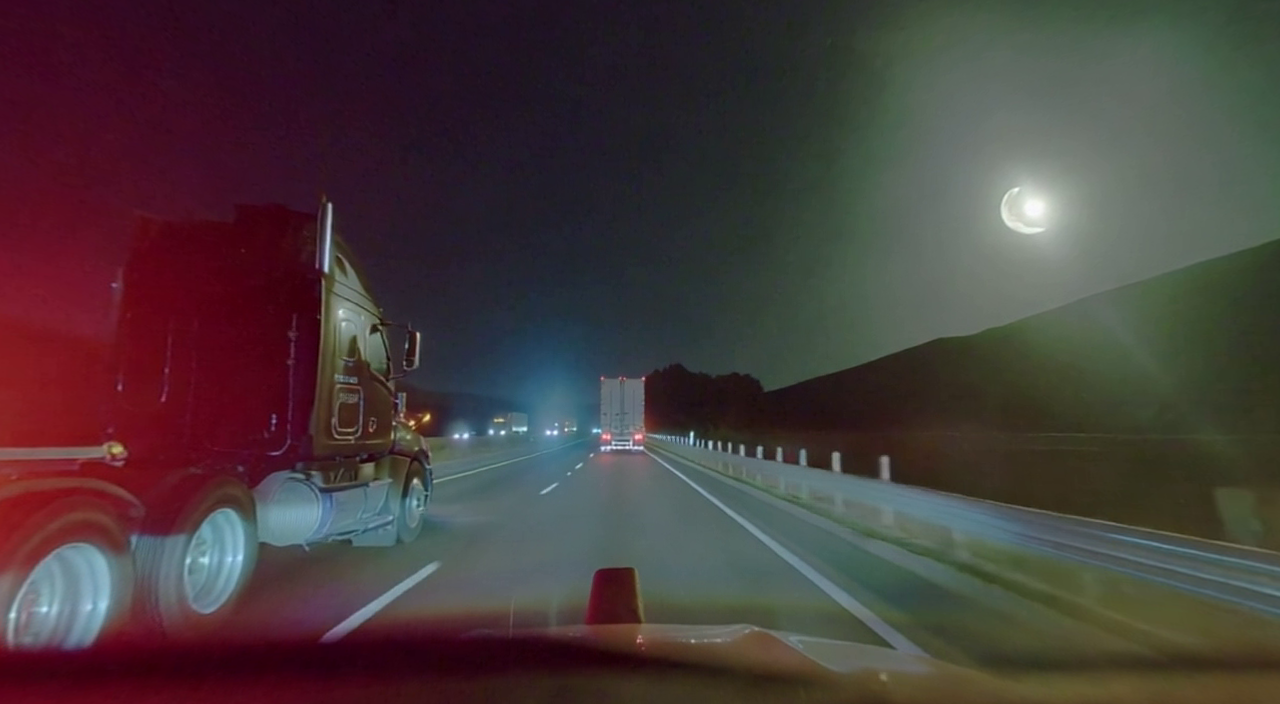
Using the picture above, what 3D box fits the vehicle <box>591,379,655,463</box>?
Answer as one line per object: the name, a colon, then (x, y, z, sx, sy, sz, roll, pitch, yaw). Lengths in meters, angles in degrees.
vehicle: (-0.963, 3.958, 35.203, 3.023, 3.965, 10.402, 1, -8, -2)
